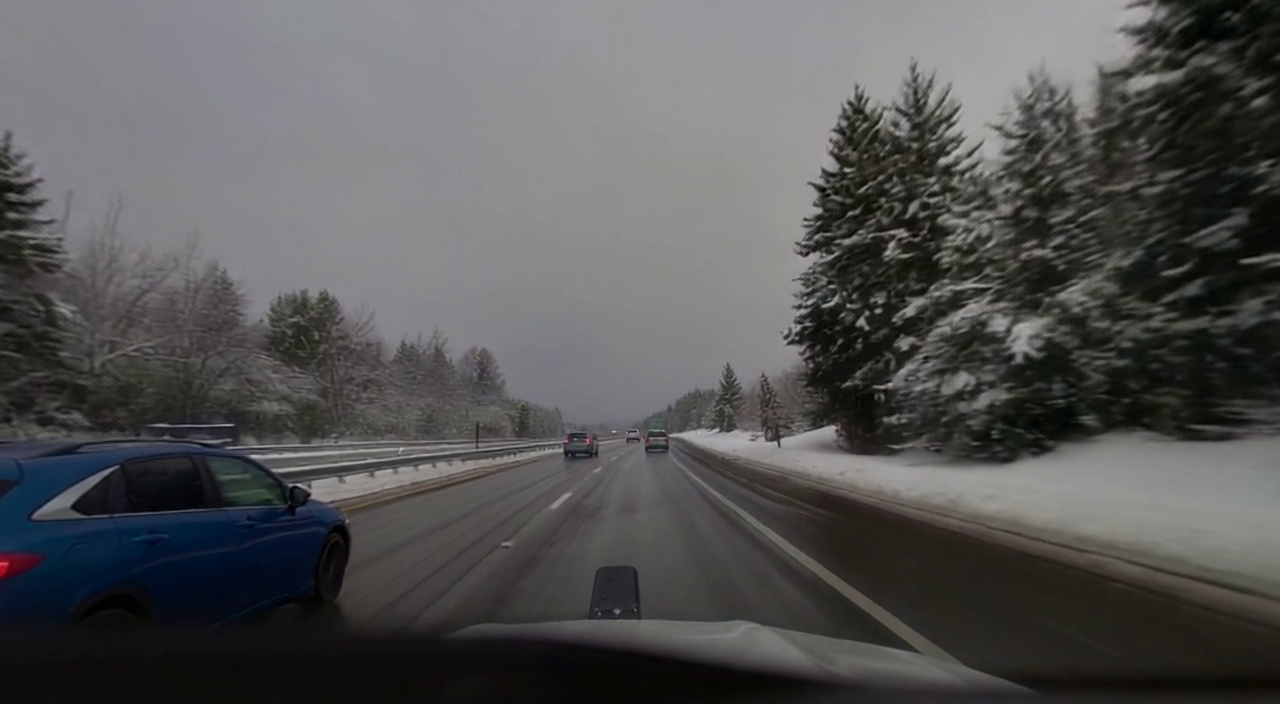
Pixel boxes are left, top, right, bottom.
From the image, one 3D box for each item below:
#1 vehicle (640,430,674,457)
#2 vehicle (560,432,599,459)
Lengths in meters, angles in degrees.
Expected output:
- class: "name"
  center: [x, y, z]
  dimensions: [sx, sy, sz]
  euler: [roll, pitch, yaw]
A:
- class: "vehicle"
  center: [1.024, 5.810, 40.255]
  dimensions: [2.041, 1.618, 3.898]
  euler: [0, -8, 0]
- class: "vehicle"
  center: [-3.529, 5.521, 37.450]
  dimensions: [1.950, 1.518, 3.941]
  euler: [0, -8, 0]
